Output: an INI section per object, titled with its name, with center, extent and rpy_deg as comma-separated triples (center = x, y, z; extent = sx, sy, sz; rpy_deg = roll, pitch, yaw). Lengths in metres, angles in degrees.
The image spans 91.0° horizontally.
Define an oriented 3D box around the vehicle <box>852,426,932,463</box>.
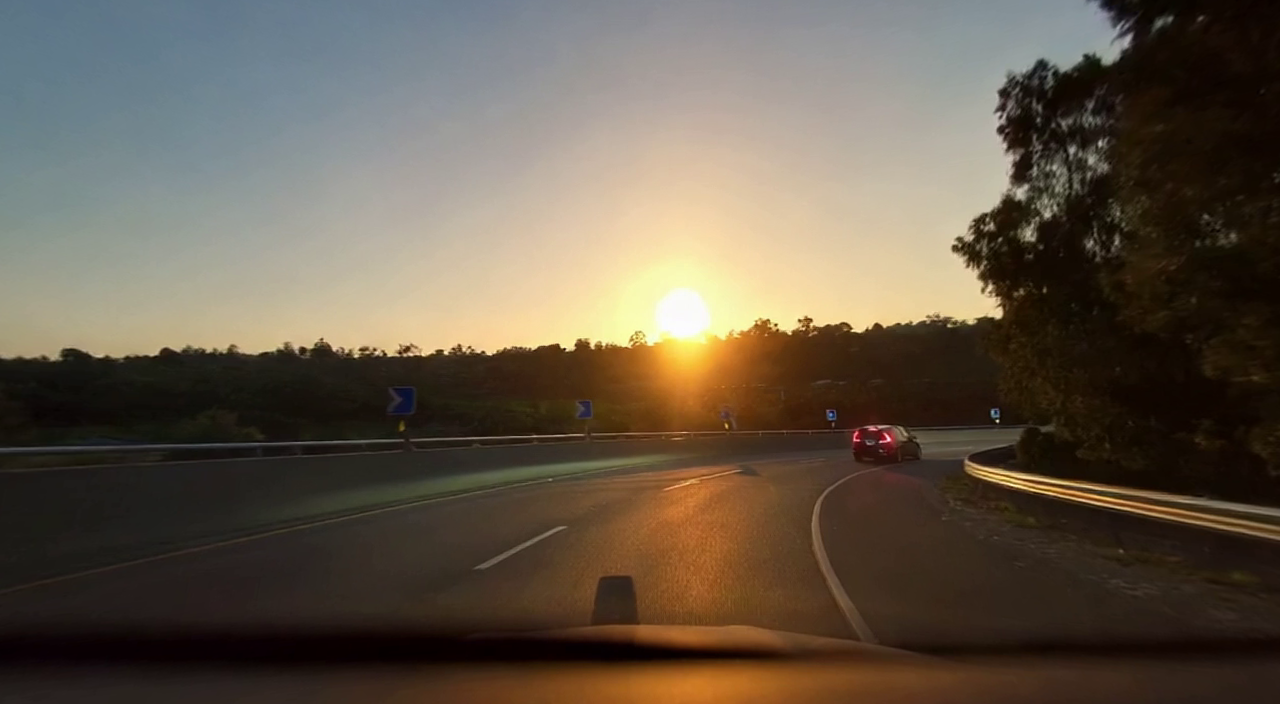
[vehicle]
center = 11.147, 4.043, 27.740
extent = 2.028, 1.440, 3.970
rpy_deg = -5, -9, 41
